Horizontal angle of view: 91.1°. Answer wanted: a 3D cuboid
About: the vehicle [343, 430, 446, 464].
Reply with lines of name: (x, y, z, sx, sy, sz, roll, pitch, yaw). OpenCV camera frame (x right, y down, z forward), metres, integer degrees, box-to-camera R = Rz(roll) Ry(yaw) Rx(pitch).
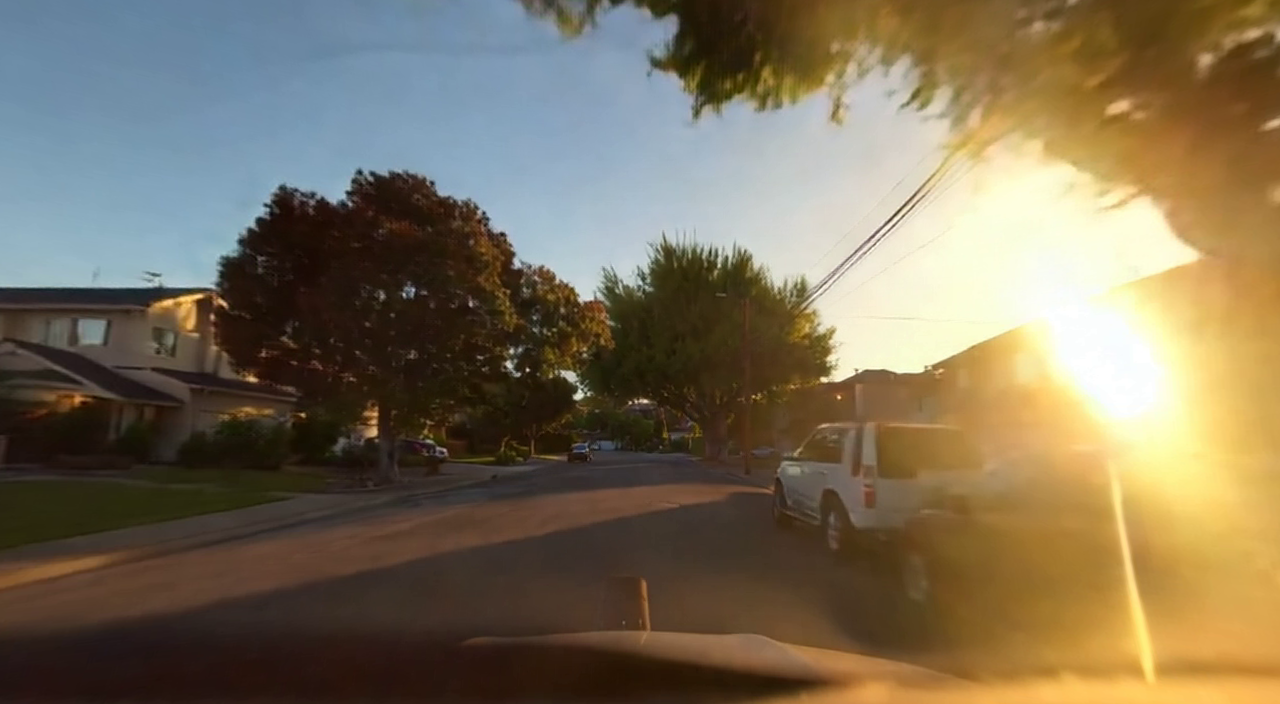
vehicle: (-13.884, 5.428, 35.795, 4.928, 1.844, 2.163, 0, -9, -3)

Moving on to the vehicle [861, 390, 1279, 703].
vehicle: (3.077, 1.207, 3.802, 1.976, 1.552, 4.442, 1, -9, 2)
